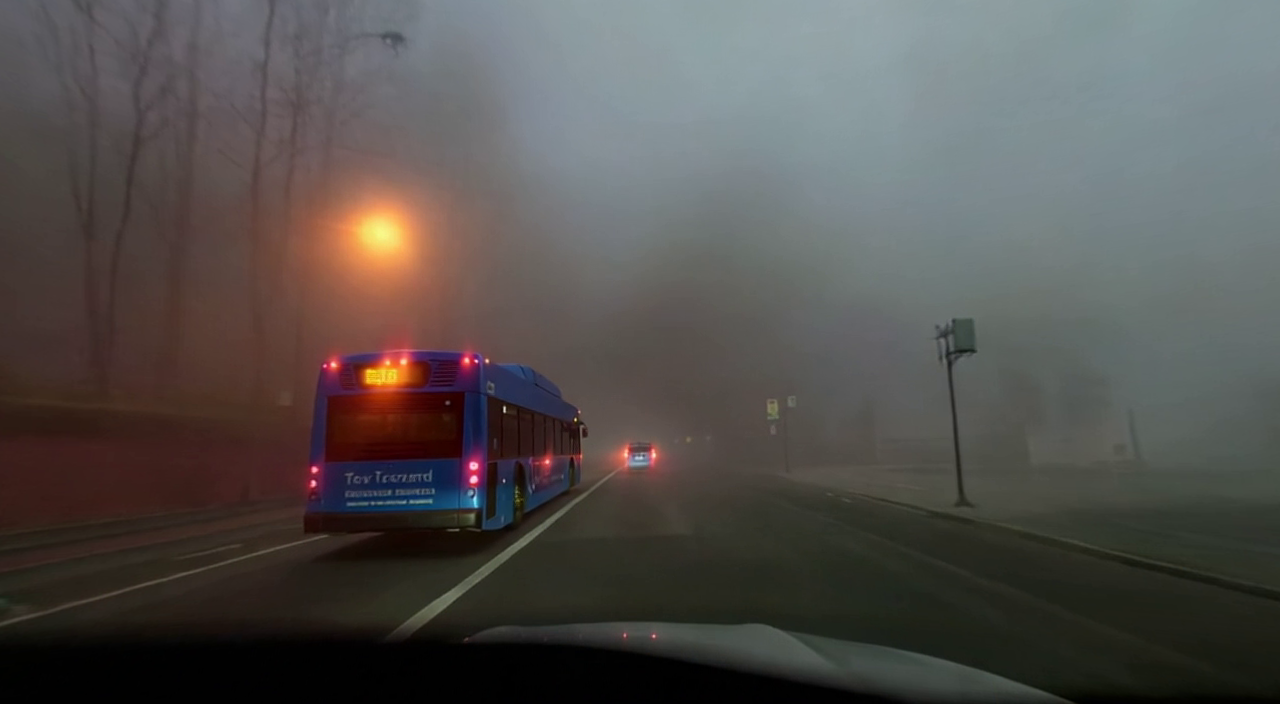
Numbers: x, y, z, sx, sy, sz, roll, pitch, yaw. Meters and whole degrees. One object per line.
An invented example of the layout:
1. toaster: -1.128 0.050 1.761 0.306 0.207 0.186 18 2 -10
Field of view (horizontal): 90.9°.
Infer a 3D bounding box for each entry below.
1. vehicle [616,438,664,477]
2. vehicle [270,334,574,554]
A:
1. vehicle: 0.018 5.030 30.336 2.120 1.727 3.917 0 -8 1
2. vehicle: -3.303 1.782 12.644 2.920 2.884 8.588 0 -8 1
